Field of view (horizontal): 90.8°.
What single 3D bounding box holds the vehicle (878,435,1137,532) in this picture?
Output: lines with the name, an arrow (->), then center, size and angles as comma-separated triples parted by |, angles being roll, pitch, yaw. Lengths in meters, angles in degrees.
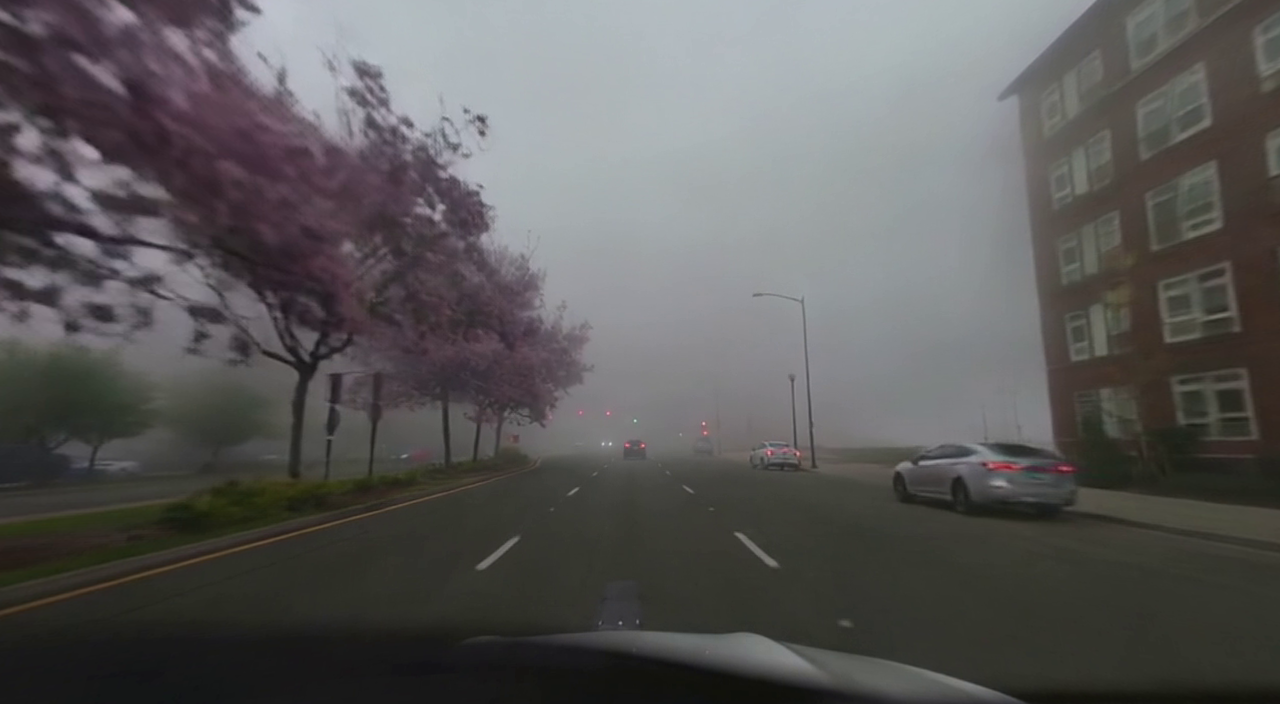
vehicle -> 6.592, 2.383, 12.202 | 1.891, 1.456, 4.909 | 0, -8, -2

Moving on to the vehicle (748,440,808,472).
vehicle -> 6.851, 5.215, 31.922 | 2.032, 1.449, 4.413 | 0, -8, 0
